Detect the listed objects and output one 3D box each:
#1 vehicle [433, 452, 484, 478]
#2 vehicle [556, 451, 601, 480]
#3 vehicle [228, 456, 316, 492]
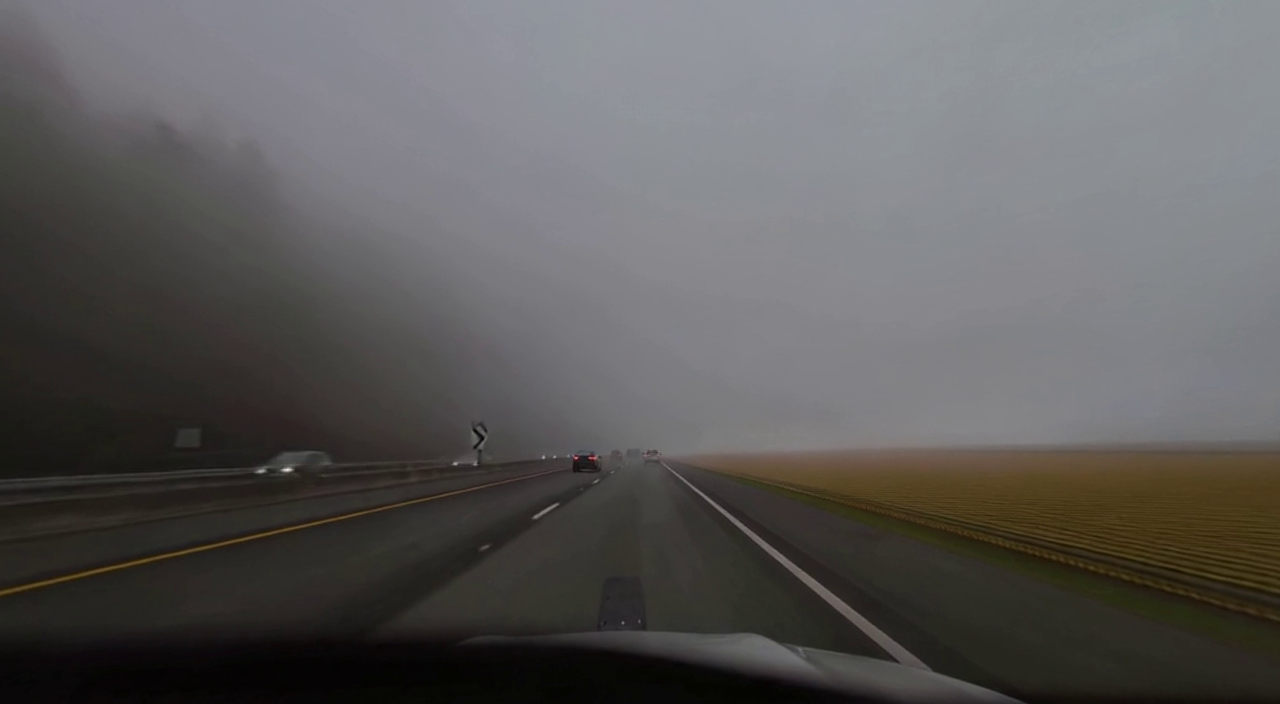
[{"bbox_3d":[-12.220,7.616,42.719,2.005,1.555,4.819,-1,-9,0],"label":"vehicle"},{"bbox_3d":[-3.312,6.180,34.519,1.970,1.483,4.097,-1,-9,1],"label":"vehicle"},{"bbox_3d":[-16.776,5.549,28.956,1.803,1.514,3.656,-1,-9,1],"label":"vehicle"}]
